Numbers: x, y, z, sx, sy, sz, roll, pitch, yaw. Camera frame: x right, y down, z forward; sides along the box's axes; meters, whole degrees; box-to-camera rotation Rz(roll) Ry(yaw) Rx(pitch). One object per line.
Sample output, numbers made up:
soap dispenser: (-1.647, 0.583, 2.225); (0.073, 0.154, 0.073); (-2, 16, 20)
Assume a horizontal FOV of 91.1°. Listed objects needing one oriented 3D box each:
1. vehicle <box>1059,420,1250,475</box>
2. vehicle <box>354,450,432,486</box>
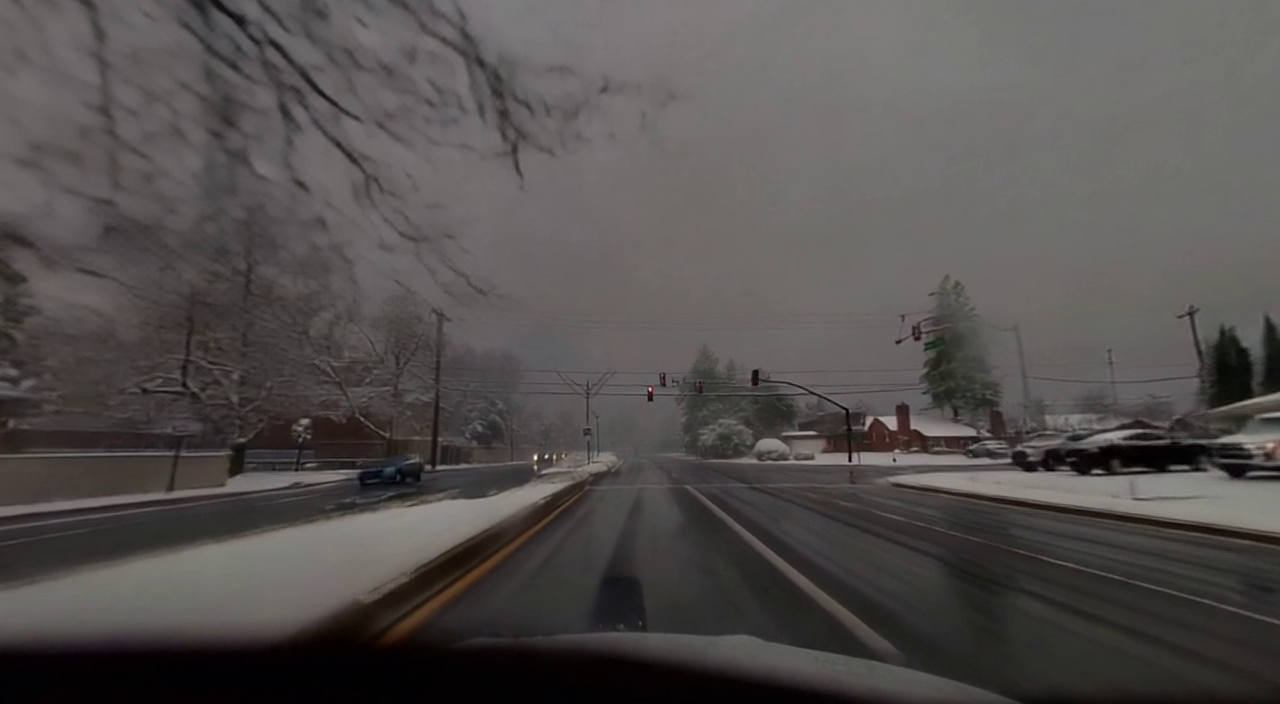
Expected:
vehicle: (17.588, 3.275, 21.622); (4.868, 1.768, 2.030); (0, -8, -4)
vehicle: (-12.590, 5.919, 32.389); (2.007, 1.655, 4.649); (0, -8, 2)
